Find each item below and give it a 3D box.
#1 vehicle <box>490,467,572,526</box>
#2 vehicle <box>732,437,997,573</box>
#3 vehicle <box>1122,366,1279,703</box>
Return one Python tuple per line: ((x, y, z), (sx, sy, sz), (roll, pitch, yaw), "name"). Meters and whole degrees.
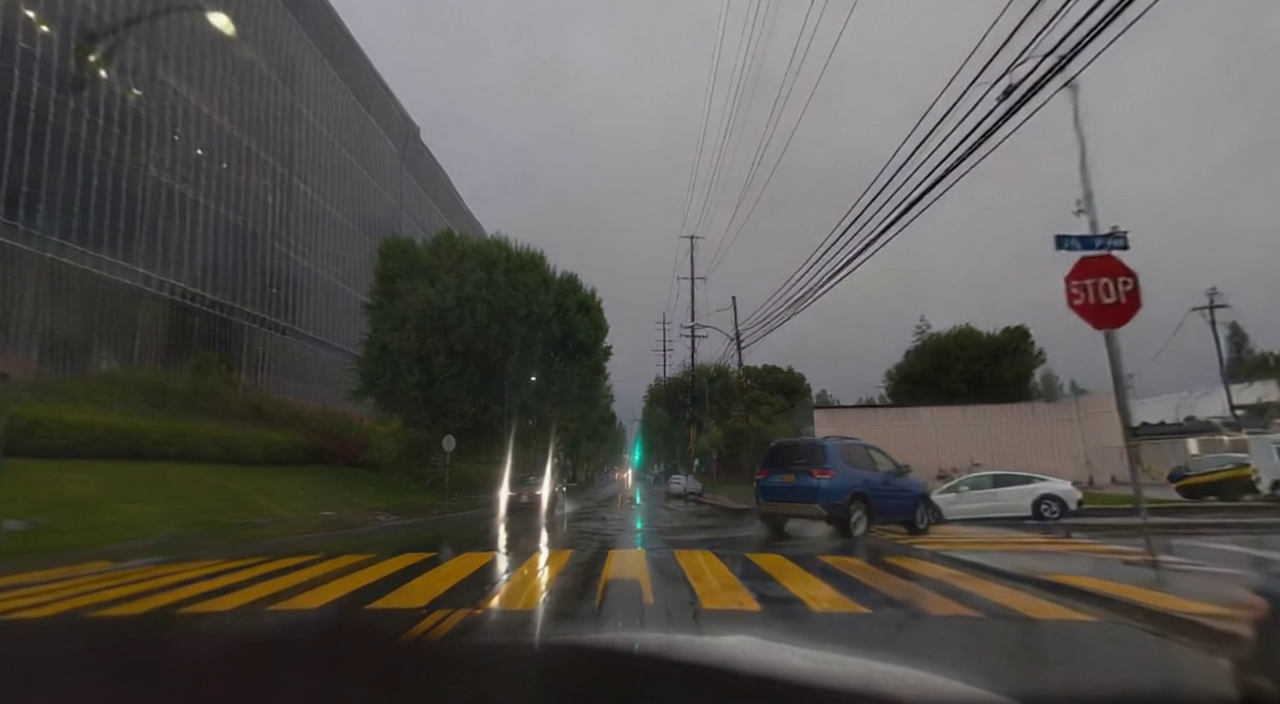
((-3.433, 4.634, 20.641), (1.911, 1.563, 4.057), (0, -8, 0), "vehicle")
((4.039, 2.400, 10.950), (4.872, 1.789, 2.214), (7, -11, -42), "vehicle")
((3.272, 0.667, 0.930), (1.933, 1.612, 3.941), (0, -8, -1), "vehicle")
